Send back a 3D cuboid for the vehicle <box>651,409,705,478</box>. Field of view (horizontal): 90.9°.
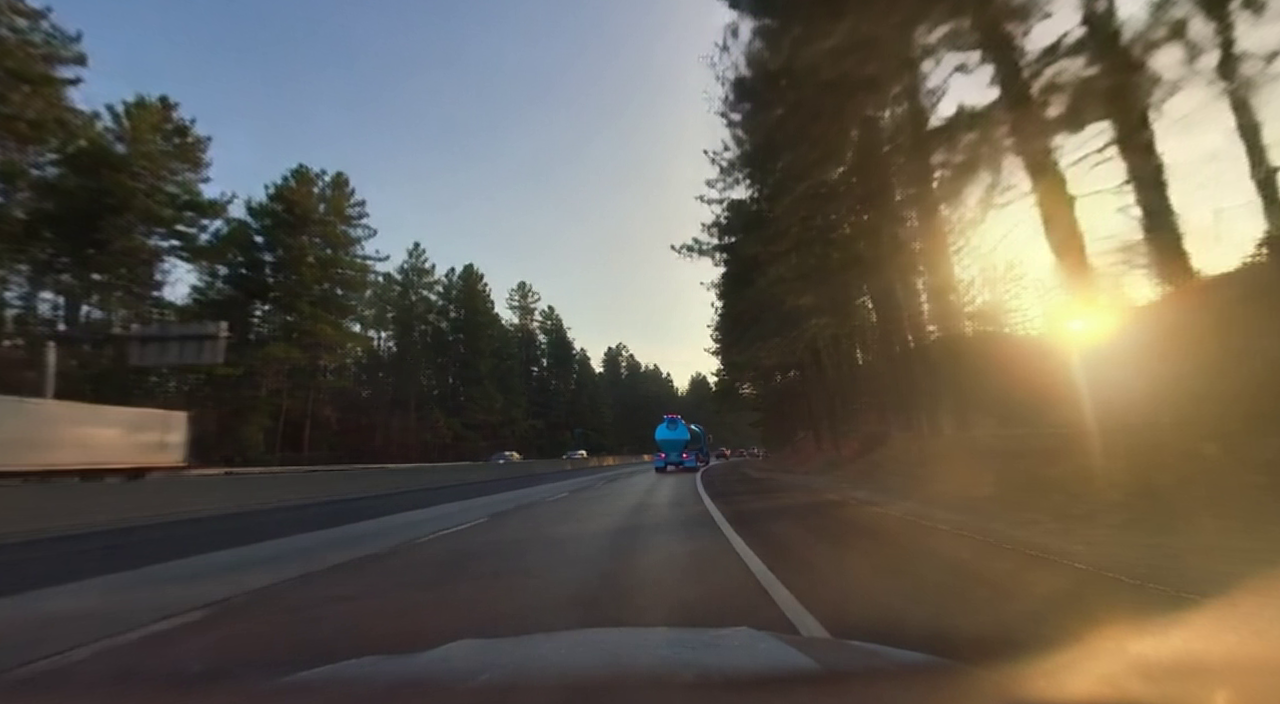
[{"bbox_3d":[2.782,6.026,41.594,2.907,3.747,13.318,-1,-8,6],"label":"vehicle"}]

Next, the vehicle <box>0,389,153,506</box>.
[{"bbox_3d":[-18.753,2.475,16.345,2.850,3.134,10.723,-1,-8,6],"label":"vehicle"}]
